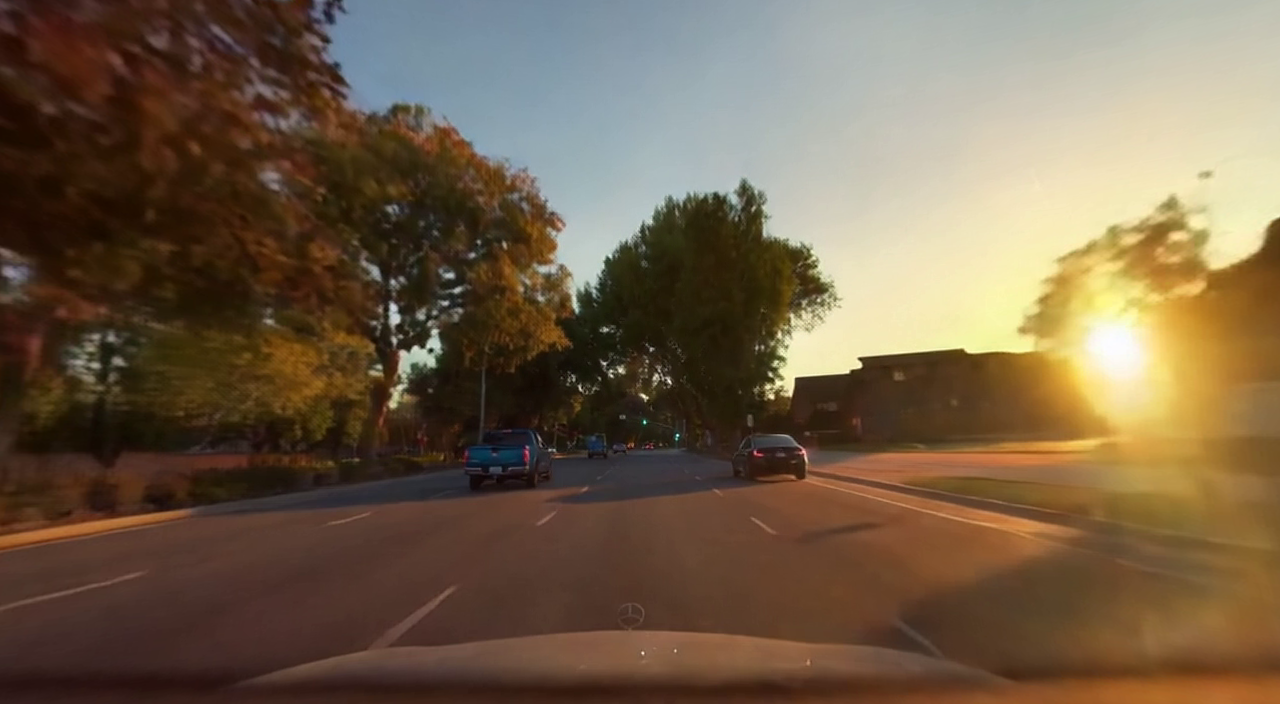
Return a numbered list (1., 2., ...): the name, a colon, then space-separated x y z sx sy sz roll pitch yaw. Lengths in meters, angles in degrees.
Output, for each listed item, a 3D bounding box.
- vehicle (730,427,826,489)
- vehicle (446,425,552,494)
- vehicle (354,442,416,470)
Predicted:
1. vehicle: 4.224 3.338 20.096 2.016 1.736 4.356 0 -8 0
2. vehicle: -3.941 3.100 18.487 2.002 1.747 4.728 0 -8 0
3. vehicle: -17.060 6.934 42.409 2.059 1.743 4.779 0 -8 1
